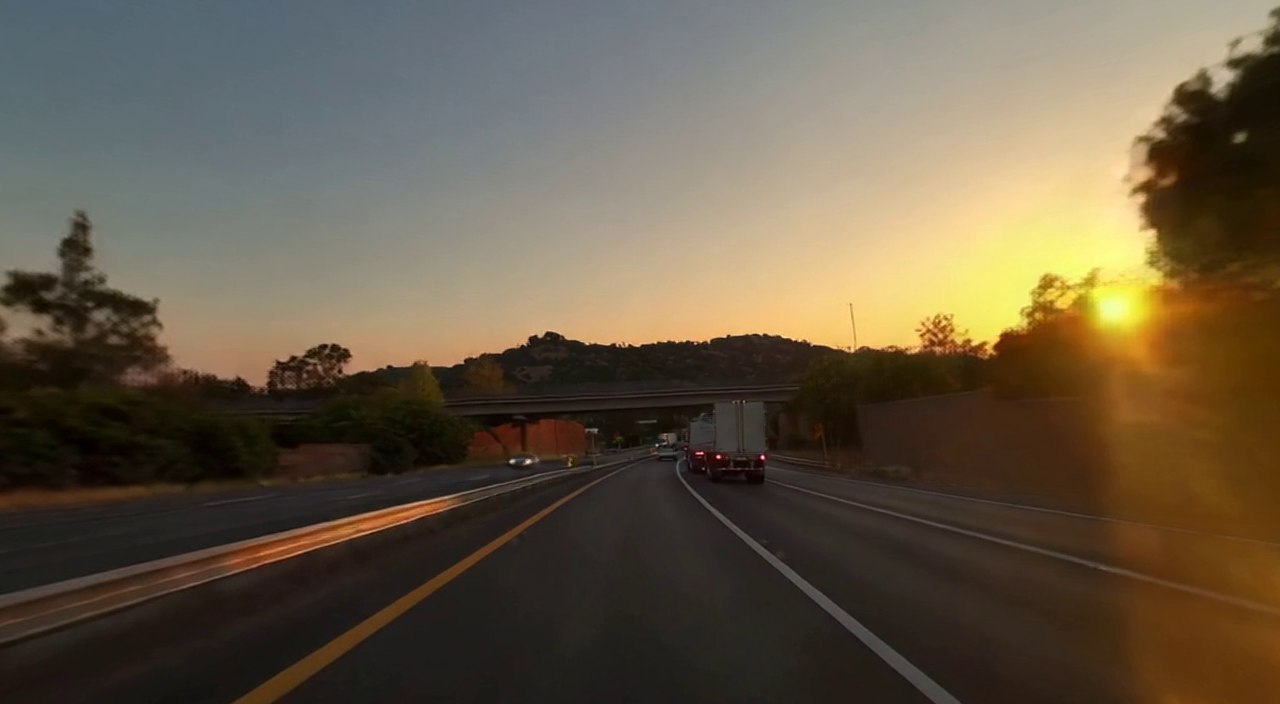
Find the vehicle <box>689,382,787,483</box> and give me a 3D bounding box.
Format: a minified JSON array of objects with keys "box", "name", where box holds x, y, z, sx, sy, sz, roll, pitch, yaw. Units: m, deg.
[{"box":[4.366,4.162,31.402,2.965,4.028,12.529,0,-9,0],"name":"vehicle"}]
